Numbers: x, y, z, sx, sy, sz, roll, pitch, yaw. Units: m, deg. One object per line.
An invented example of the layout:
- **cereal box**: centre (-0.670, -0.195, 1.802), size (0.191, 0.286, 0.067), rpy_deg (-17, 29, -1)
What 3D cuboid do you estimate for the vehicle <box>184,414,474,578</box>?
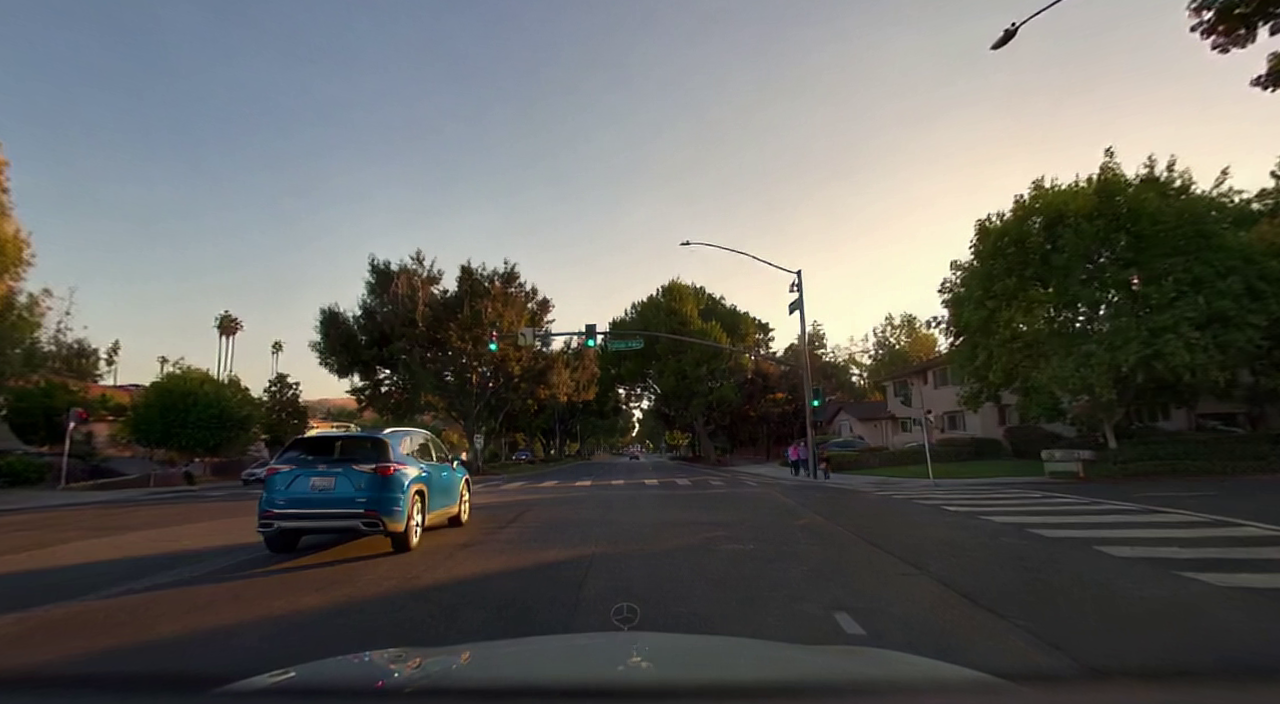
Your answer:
- **vehicle**: centre (-3.900, 1.855, 8.970), size (1.993, 1.733, 4.262), rpy_deg (0, -8, -1)
